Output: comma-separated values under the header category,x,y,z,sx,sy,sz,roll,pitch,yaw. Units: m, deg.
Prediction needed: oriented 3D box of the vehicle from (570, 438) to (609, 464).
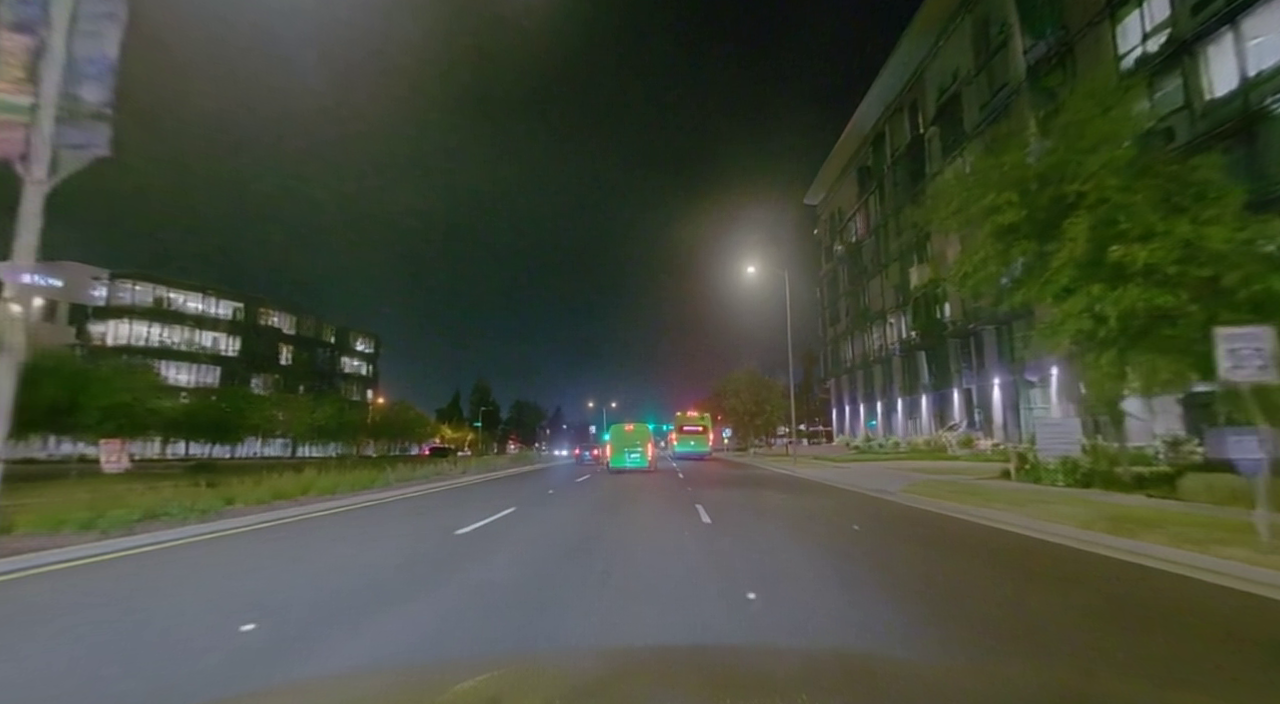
category,x,y,z,sx,sy,sz,roll,pitch,yaw
vehicle,-3.374,6.699,42.771,2.109,1.672,4.256,-1,-9,3

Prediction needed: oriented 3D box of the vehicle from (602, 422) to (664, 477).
category,x,y,z,sx,sy,sz,roll,pitch,yaw
vehicle,-0.182,4.183,27.160,2.336,2.122,5.207,-1,-9,3
